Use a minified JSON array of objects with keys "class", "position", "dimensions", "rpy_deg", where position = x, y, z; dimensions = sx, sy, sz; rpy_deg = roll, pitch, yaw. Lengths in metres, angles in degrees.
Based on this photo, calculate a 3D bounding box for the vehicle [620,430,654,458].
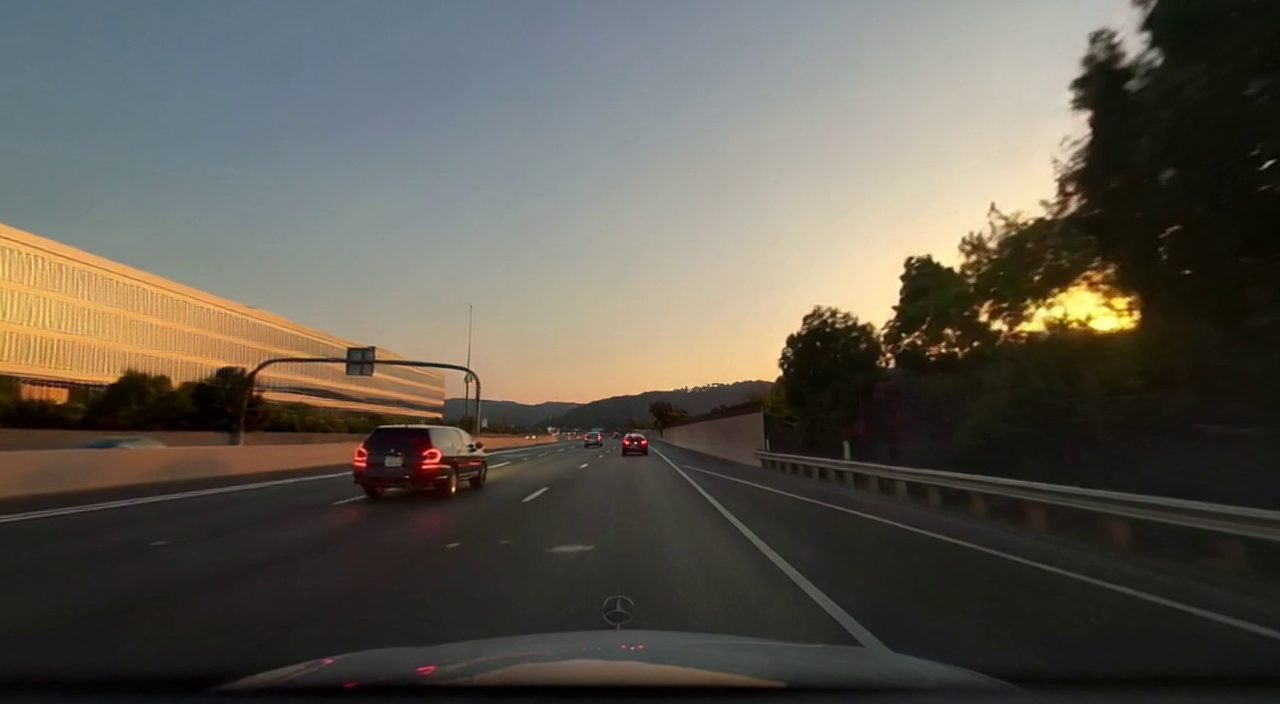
[{"class":"vehicle","position":[-0.207,5.669,38.829],"dimensions":[2.036,1.637,4.009],"rpy_deg":[0,-8,-1]}]

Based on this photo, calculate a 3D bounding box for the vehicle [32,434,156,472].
[{"class":"vehicle","position":[-23.596,4.360,27.404],"dimensions":[1.803,1.491,3.941],"rpy_deg":[0,-8,1]}]

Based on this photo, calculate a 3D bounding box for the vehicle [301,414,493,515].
[{"class":"vehicle","position":[-4.457,2.128,12.442],"dimensions":[2.036,1.612,4.510],"rpy_deg":[0,-8,-1]}]
